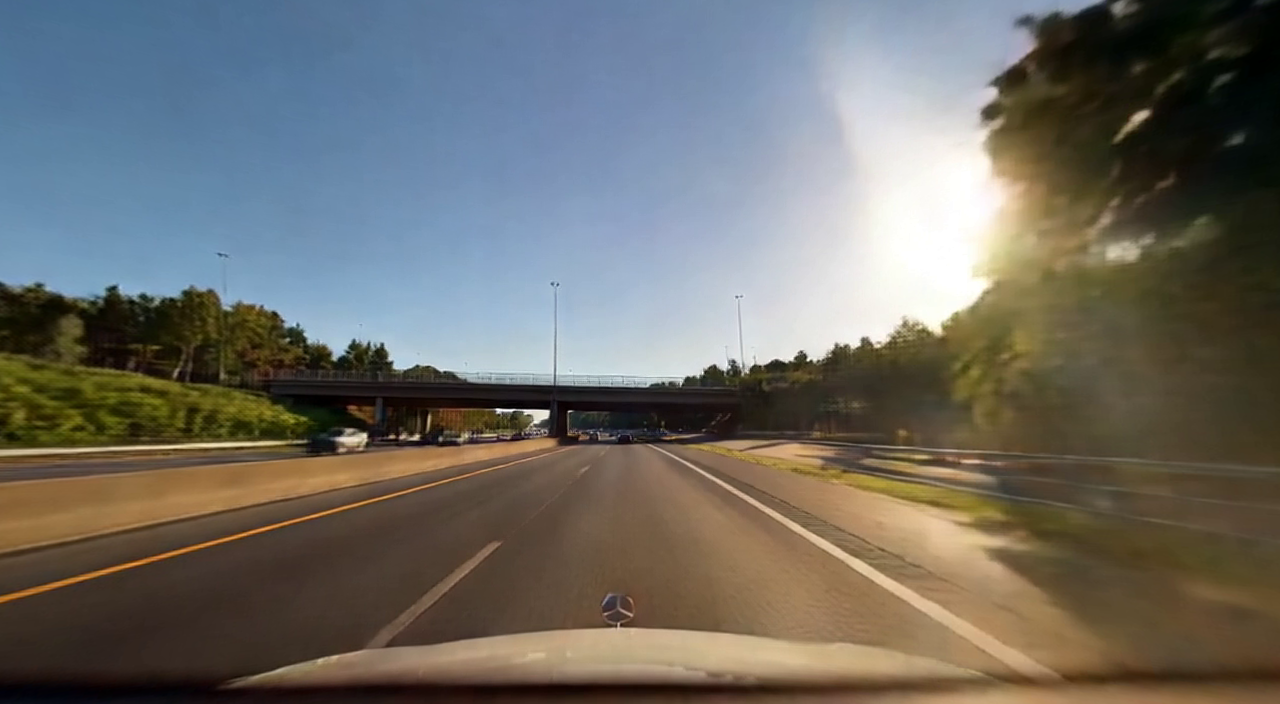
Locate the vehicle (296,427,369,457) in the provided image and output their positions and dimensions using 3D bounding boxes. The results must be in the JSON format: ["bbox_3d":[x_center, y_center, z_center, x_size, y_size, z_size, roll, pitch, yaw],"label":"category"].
[{"bbox_3d":[-17.214,5.071,35.453,1.911,1.550,4.369,0,-8,-1],"label":"vehicle"}]

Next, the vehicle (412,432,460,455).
[{"bbox_3d":[-13.475,6.040,41.767,1.807,1.435,4.133,0,-8,1],"label":"vehicle"}]
